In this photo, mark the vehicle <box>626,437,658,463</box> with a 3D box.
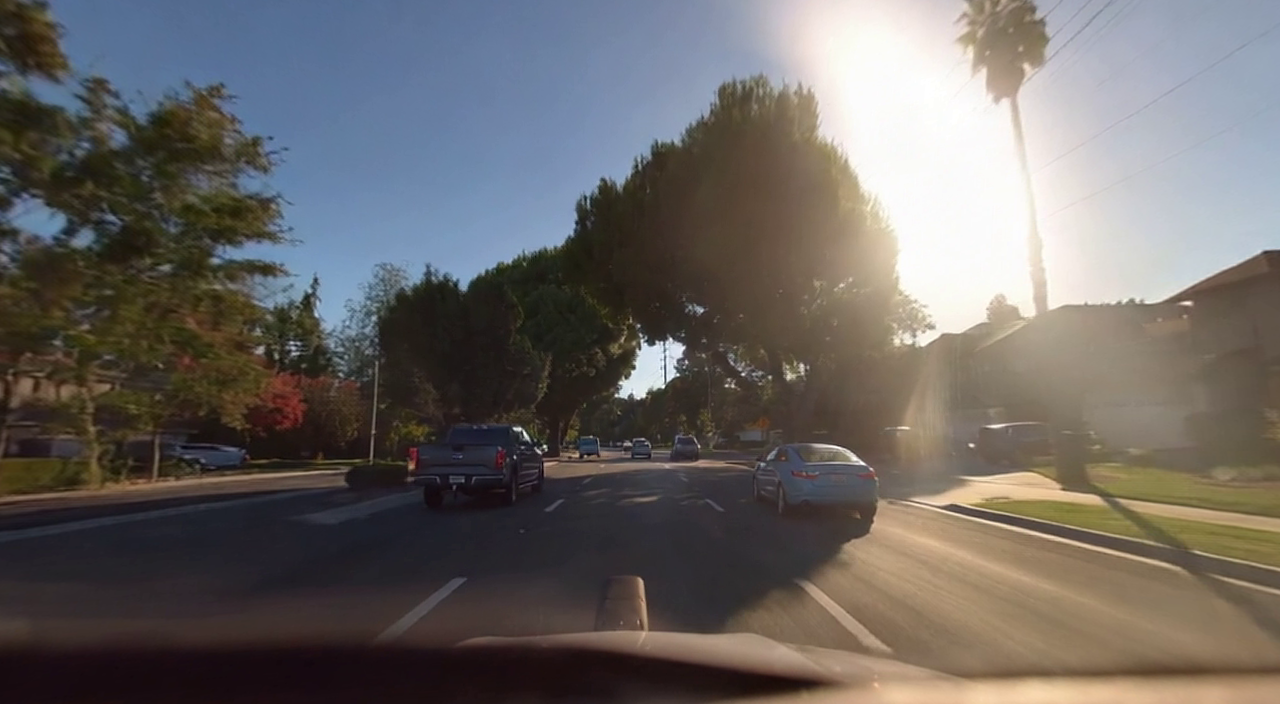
[{"bbox_3d":[0.105,6.401,41.357,1.997,1.636,3.760,0,-8,-1],"label":"vehicle"}]

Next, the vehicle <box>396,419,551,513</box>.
[{"bbox_3d":[-3.486,2.514,14.513,2.111,1.745,5.274,0,-8,0],"label":"vehicle"}]

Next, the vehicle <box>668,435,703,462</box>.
[{"bbox_3d":[3.246,7.044,46.286,2.099,1.845,4.363,1,-8,-2],"label":"vehicle"}]

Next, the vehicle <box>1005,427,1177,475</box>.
[{"bbox_3d":[14.797,3.266,20.916,4.267,1.480,1.817,0,-8,1],"label":"vehicle"}]

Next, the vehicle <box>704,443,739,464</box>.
[{"bbox_3d":[6.200,7.755,48.456,1.988,1.455,4.547,1,-8,-2],"label":"vehicle"}]

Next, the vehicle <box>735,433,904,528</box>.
[{"bbox_3d":[3.125,2.308,12.002,1.884,1.463,4.195,1,-8,-1],"label":"vehicle"}]

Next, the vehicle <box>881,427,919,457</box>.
[{"bbox_3d":[15.460,5.374,37.685,1.899,1.690,4.275,-3,-9,20],"label":"vehicle"}]

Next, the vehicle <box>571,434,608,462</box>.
[{"bbox_3d":[-3.486,6.728,44.324,2.218,1.829,4.492,0,-8,0],"label":"vehicle"}]
